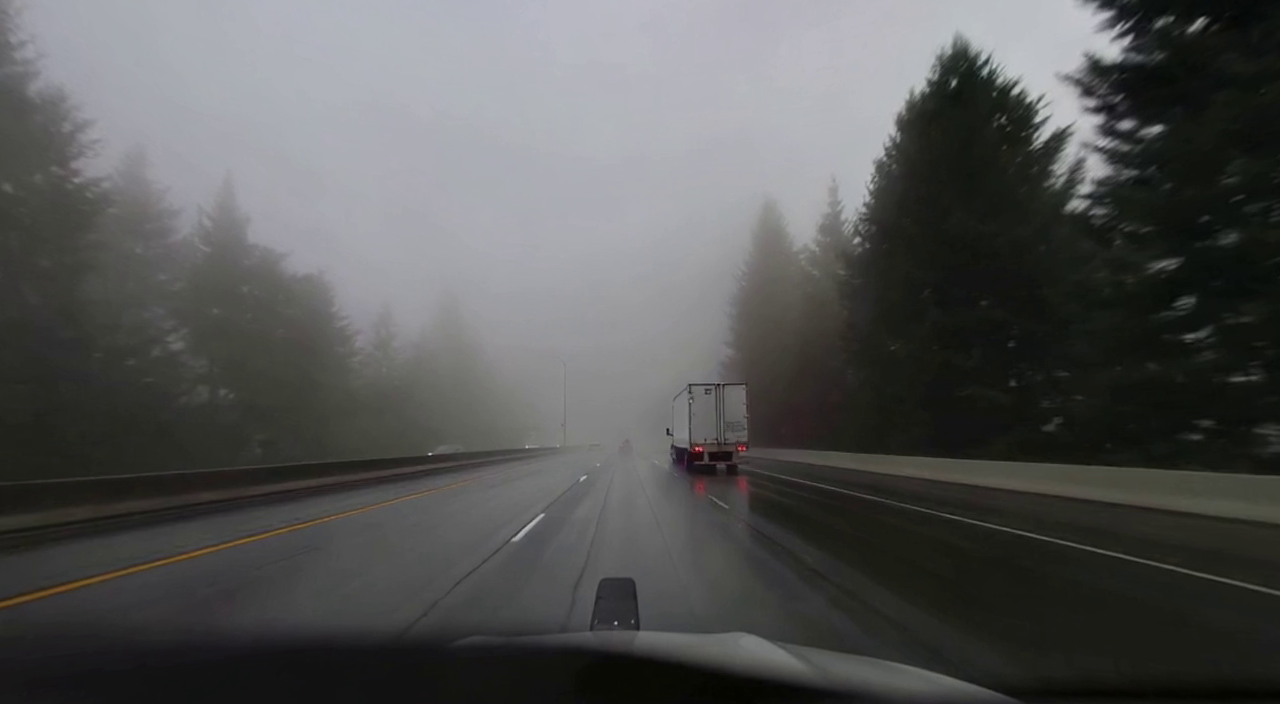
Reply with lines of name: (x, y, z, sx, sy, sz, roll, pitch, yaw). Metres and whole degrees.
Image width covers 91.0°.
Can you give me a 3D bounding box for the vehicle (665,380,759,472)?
vehicle: (3.593, 4.373, 36.222, 3.489, 4.211, 14.193, 0, -8, -1)
